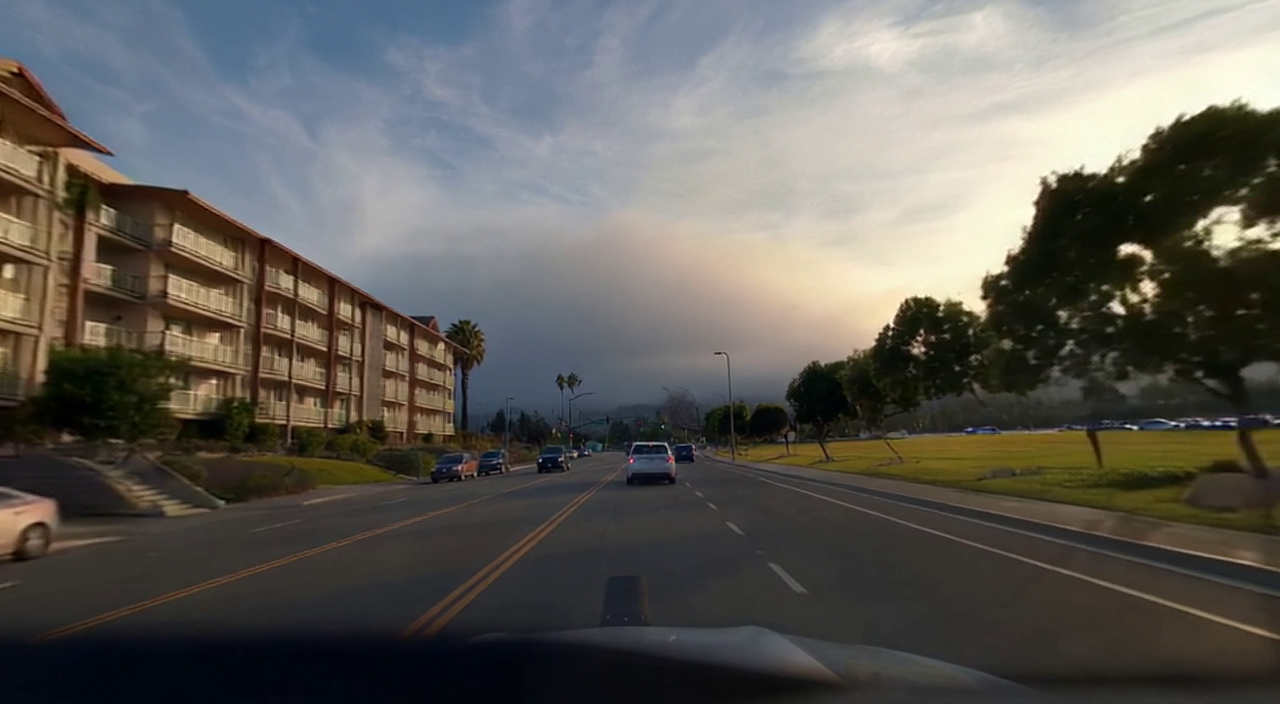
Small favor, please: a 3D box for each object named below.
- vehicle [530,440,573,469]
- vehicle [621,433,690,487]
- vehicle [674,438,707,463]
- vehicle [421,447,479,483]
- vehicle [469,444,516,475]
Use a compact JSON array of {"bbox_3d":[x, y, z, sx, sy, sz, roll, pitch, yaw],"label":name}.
[{"bbox_3d":[-5.828,6.809,42.097,2.065,1.838,4.846,-1,-8,1],"label":"vehicle"},{"bbox_3d":[0.460,3.608,21.287,2.132,1.632,3.838,0,-8,0],"label":"vehicle"},{"bbox_3d":[3.768,7.399,47.445,2.000,1.809,4.405,0,-8,-1],"label":"vehicle"},{"bbox_3d":[-10.126,6.038,33.901,1.932,1.607,4.191,-4,-8,-2],"label":"vehicle"},{"bbox_3d":[-10.011,7.303,43.085,2.032,1.833,4.465,-3,-8,1],"label":"vehicle"}]
